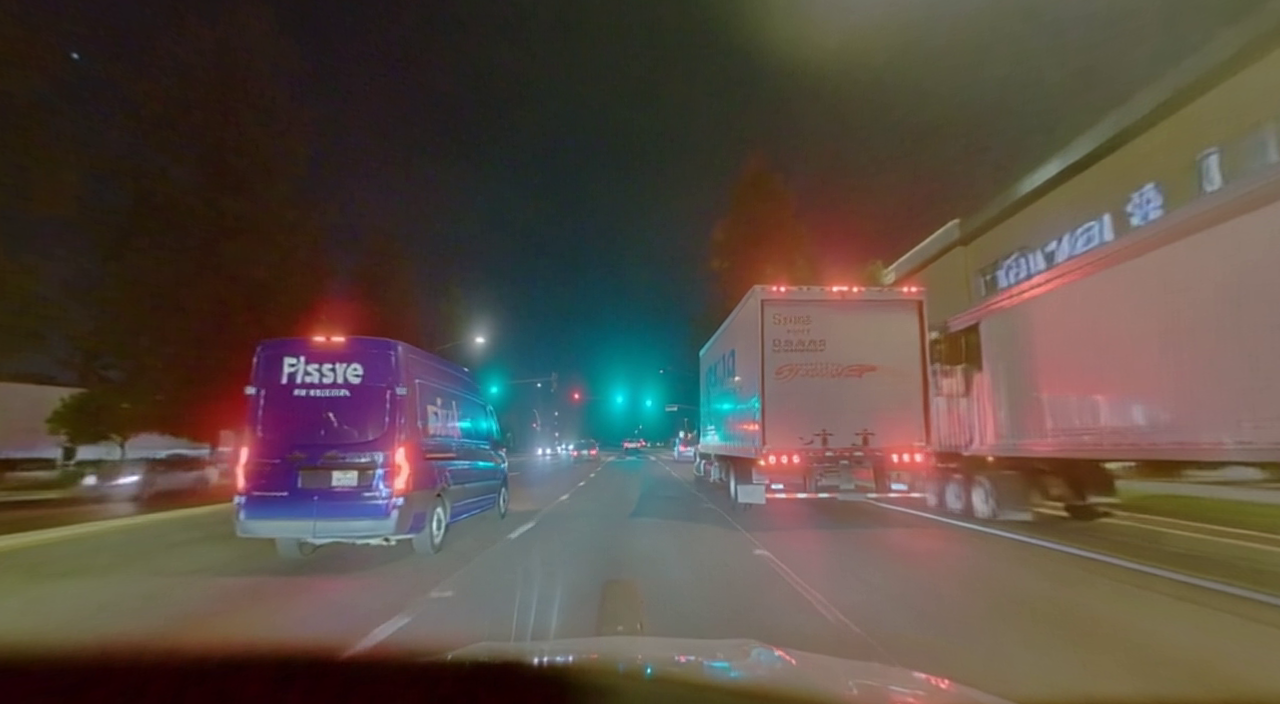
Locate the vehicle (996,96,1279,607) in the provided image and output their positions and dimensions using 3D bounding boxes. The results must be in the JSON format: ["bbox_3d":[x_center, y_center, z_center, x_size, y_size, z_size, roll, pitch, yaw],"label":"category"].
[{"bbox_3d":[6.852,-0.706,0.734,2.926,4.221,16.975,0,-9,0],"label":"vehicle"}]

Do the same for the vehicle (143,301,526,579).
[{"bbox_3d":[-3.629,1.345,9.626,2.443,2.784,6.493,0,-9,1],"label":"vehicle"}]

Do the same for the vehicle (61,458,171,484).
[{"bbox_3d":[-31.442,7.131,38.113,4.630,1.412,2.019,4,-10,-25],"label":"vehicle"}]

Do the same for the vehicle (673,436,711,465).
[{"bbox_3d":[3.121,6.042,38.796,1.869,1.616,4.346,0,-9,-1],"label":"vehicle"}]

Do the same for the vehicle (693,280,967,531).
[{"bbox_3d":[3.029,1.449,13.768,2.861,3.525,9.858,0,-9,0],"label":"vehicle"}]

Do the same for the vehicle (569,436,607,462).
[{"bbox_3d":[-3.776,7.191,46.790,2.356,1.766,5.674,0,-9,0],"label":"vehicle"}]
